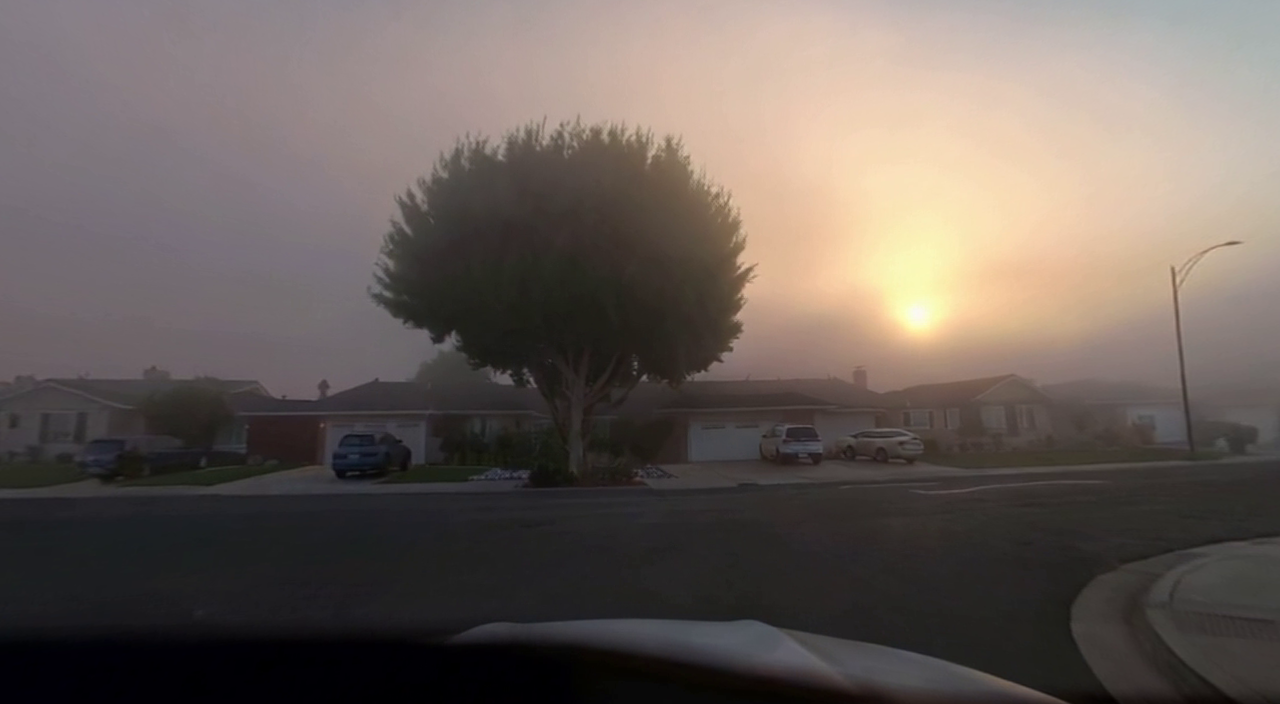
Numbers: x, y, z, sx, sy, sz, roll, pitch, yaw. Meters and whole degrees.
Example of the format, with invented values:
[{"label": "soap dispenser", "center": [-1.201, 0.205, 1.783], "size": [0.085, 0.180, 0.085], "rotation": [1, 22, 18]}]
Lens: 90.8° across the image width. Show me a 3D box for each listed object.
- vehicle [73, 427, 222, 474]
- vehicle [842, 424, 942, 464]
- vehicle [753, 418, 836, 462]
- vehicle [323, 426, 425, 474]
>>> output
[{"label": "vehicle", "center": [-19.600, 3.973, 25.436], "size": [1.942, 1.700, 4.478], "rotation": [-1, -9, 9]}, {"label": "vehicle", "center": [10.539, 3.916, 26.771], "size": [1.873, 1.556, 4.216], "rotation": [2, -9, -11]}, {"label": "vehicle", "center": [6.511, 3.826, 27.152], "size": [1.937, 1.731, 4.179], "rotation": [2, -9, -10]}, {"label": "vehicle", "center": [-10.028, 3.762, 24.292], "size": [1.942, 1.651, 4.655], "rotation": [0, -9, -1]}]
